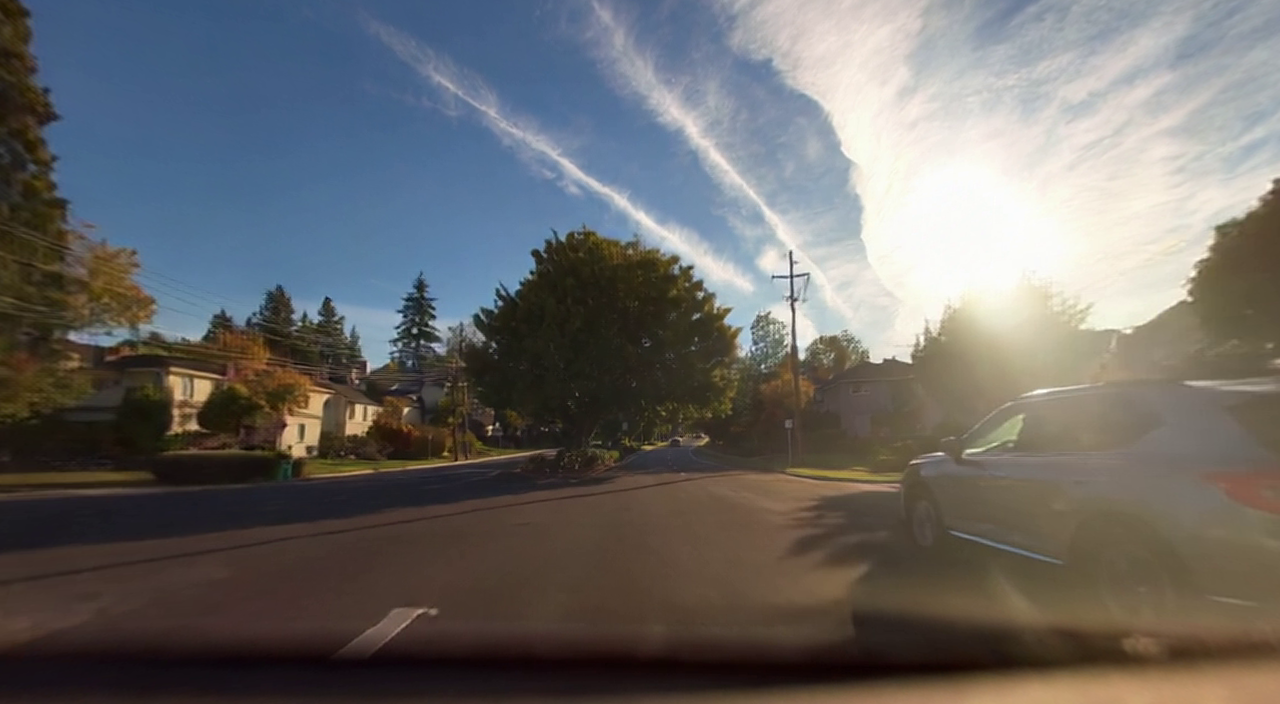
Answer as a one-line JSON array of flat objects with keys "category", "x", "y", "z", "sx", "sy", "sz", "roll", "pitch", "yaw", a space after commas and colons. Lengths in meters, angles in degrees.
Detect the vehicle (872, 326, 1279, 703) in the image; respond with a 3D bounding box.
[{"category": "vehicle", "x": 3.812, "y": 1.120, "z": 4.906, "sx": 2.193, "sy": 1.777, "sz": 4.772, "roll": 0, "pitch": -9, "yaw": 0}]
